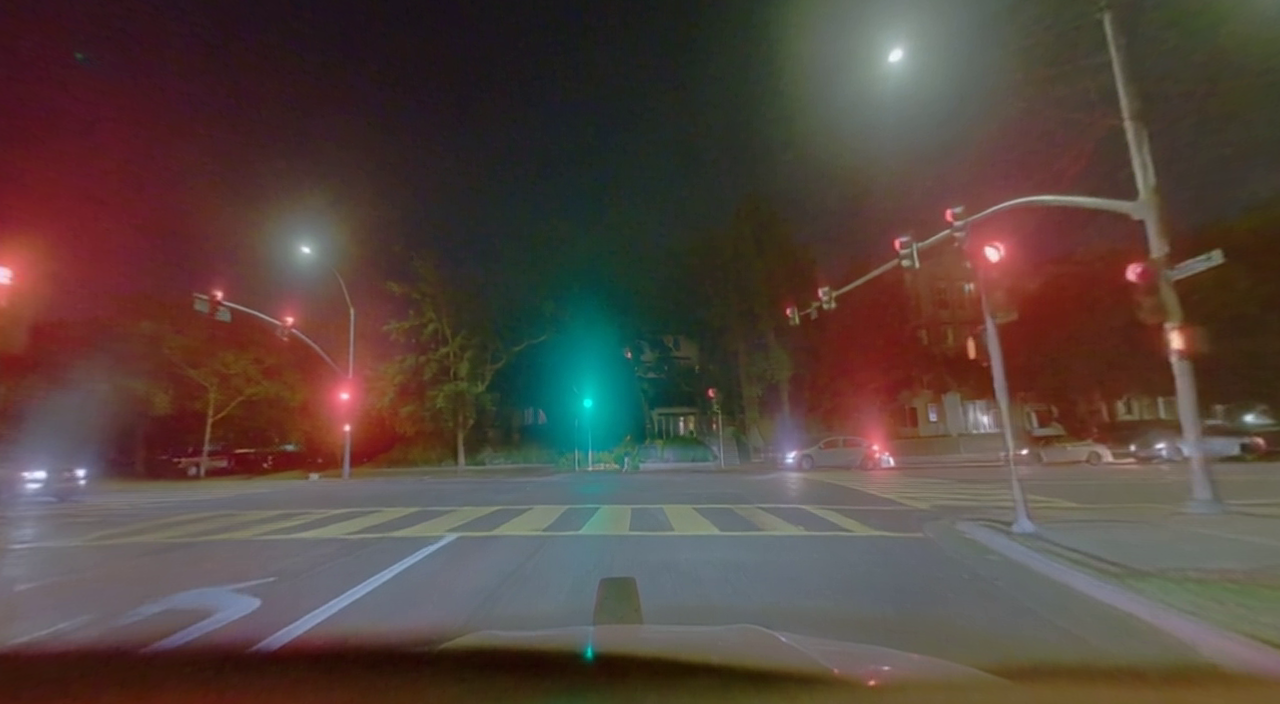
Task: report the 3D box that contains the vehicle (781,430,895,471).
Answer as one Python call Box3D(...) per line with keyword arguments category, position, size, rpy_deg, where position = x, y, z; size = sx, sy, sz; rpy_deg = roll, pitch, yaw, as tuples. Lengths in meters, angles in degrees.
Box3D(category="vehicle", position=(7.647, 3.829, 24.681), size=(3.815, 1.504, 1.790), rpy_deg=(-1, -8, 2))

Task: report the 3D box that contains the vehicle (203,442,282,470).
Box3D(category="vehicle", position=(-24.292, 6.342, 38.822), size=(1.817, 1.488, 4.631), rpy_deg=(-1, -8, 0))

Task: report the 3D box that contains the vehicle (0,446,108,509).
Box3D(category="vehicle", position=(-16.944, 3.174, 16.192), size=(4.989, 1.442, 1.940), rpy_deg=(-1, -8, 3))

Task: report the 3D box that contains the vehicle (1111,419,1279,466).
Box3D(category="vehicle", position=(21.184, 3.479, 24.237), size=(4.510, 1.673, 2.030), rpy_deg=(-1, -8, 2))

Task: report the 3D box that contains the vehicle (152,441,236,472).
Box3D(category="vehicle", position=(-27.220, 6.347, 38.705), size=(1.967, 1.779, 4.159), rpy_deg=(-1, -8, 2))

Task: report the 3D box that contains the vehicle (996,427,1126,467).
Box3D(category="vehicle", position=(18.555, 4.201, 28.023), size=(4.326, 1.672, 1.903), rpy_deg=(-1, -8, 2))
